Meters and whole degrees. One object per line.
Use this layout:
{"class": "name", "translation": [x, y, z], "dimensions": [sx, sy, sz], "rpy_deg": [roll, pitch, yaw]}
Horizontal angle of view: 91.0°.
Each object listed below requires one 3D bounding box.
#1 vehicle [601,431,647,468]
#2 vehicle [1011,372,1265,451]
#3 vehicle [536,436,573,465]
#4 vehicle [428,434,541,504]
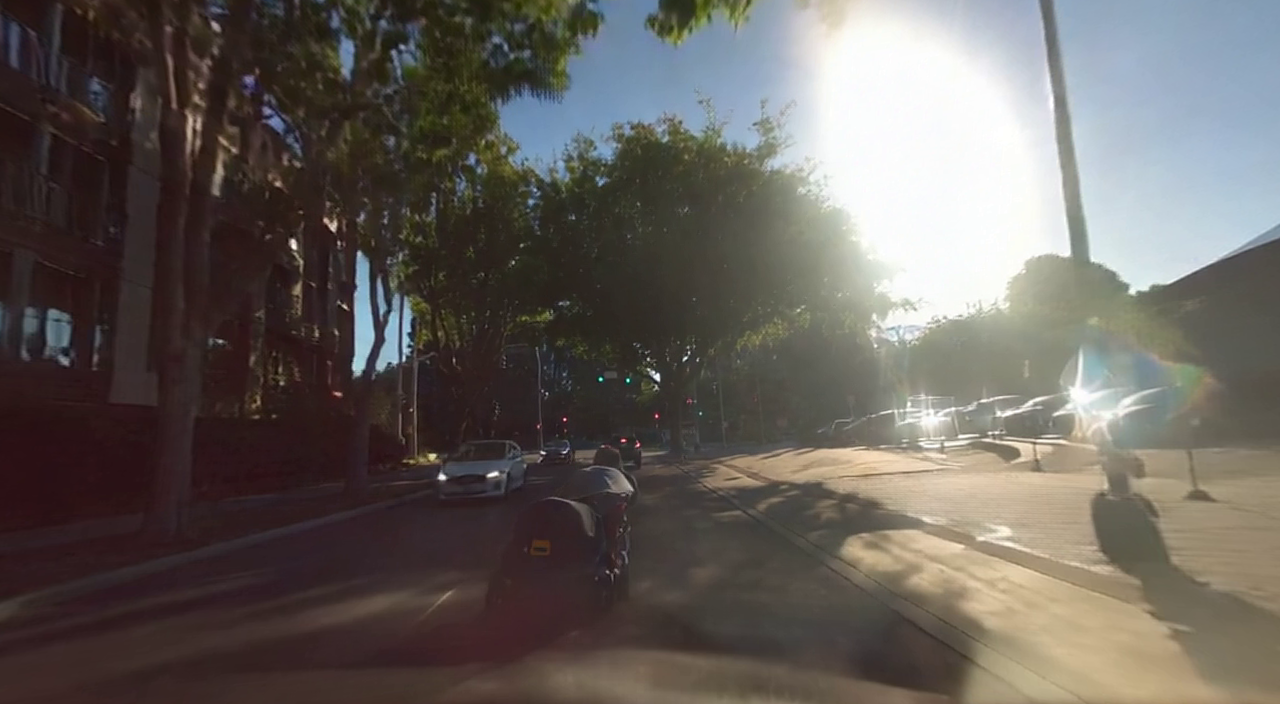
{"class": "vehicle", "translation": [-0.771, 4.894, 31.769], "dimensions": [2.142, 1.686, 3.816], "rpy_deg": [-1, -8, 0]}
{"class": "vehicle", "translation": [11.956, 1.492, 15.435], "dimensions": [4.349, 1.462, 1.982], "rpy_deg": [-5, -7, 6]}
{"class": "vehicle", "translation": [-5.118, 5.896, 37.710], "dimensions": [2.057, 1.613, 4.062], "rpy_deg": [0, -8, -7]}
{"class": "vehicle", "translation": [-3.710, 2.844, 15.704], "dimensions": [1.973, 1.512, 3.524], "rpy_deg": [0, -8, -1]}
